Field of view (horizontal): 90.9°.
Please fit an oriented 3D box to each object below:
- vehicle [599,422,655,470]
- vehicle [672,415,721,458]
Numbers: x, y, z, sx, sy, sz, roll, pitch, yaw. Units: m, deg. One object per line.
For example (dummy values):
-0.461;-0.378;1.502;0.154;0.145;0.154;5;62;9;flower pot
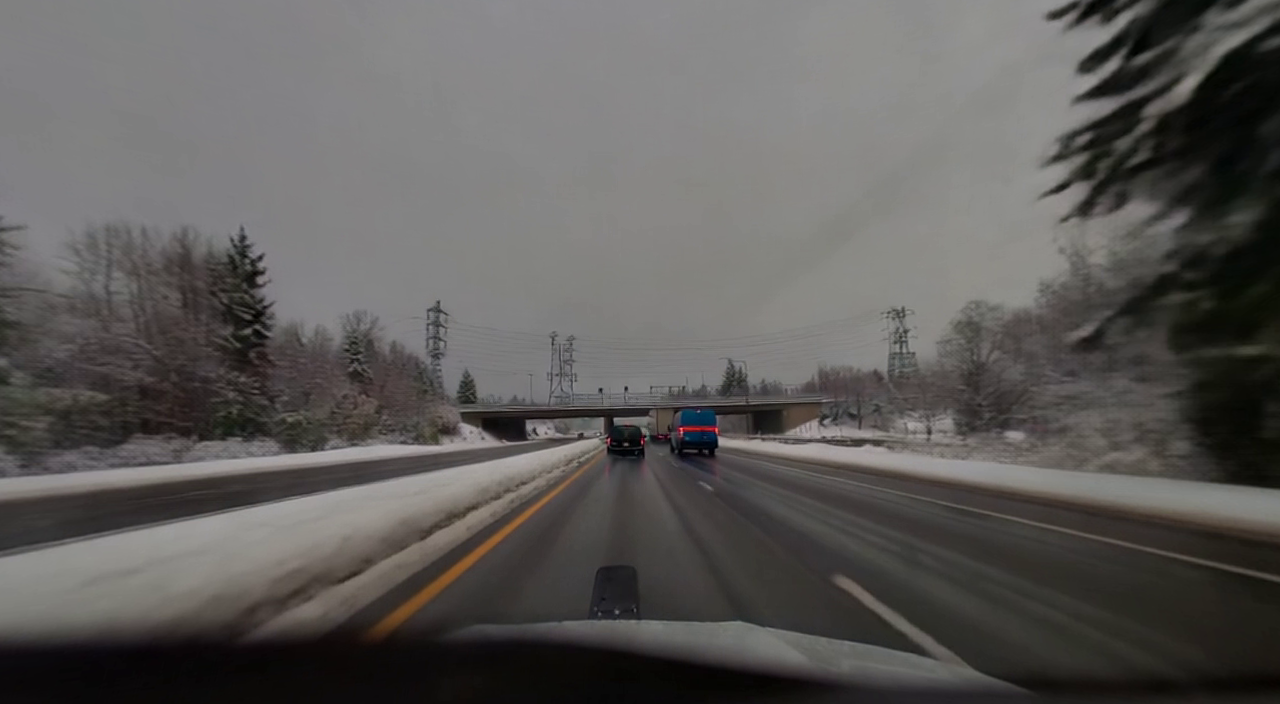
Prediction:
-0.544;3.770;25.480;2.073;1.750;4.116;0;-8;-2;vehicle
3.440;5.276;39.386;2.387;2.506;5.374;0;-8;-2;vehicle
